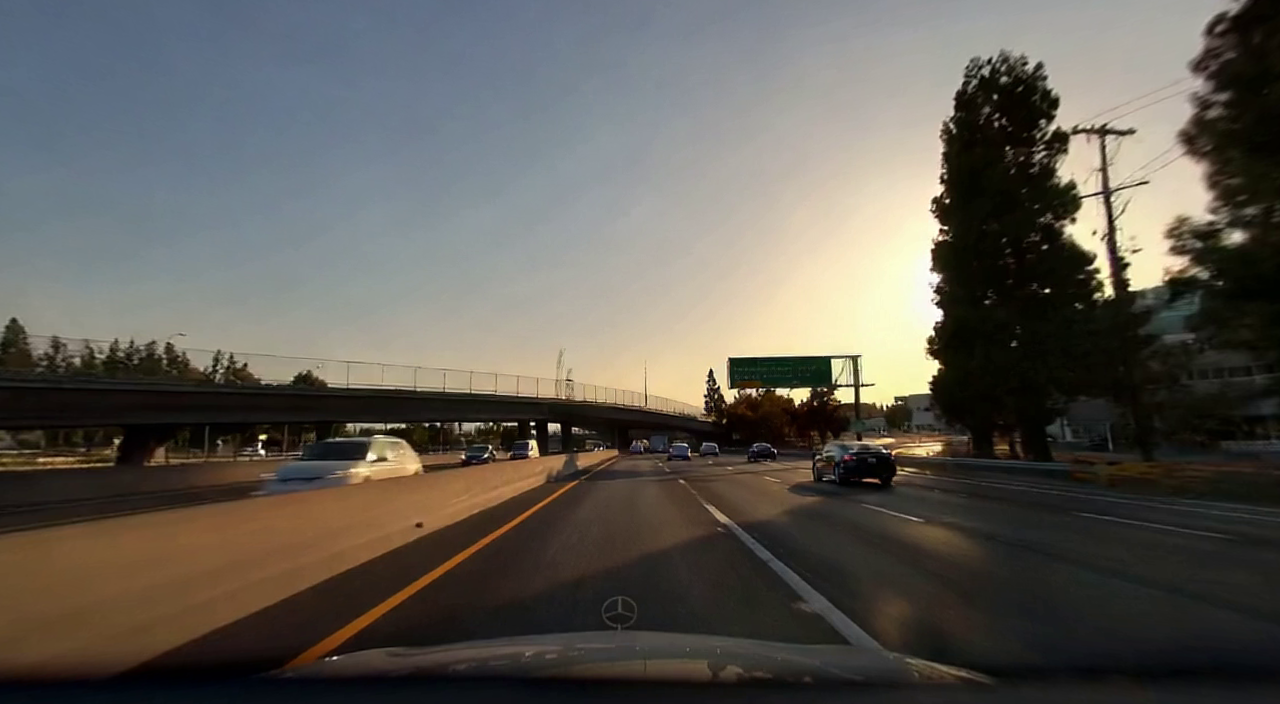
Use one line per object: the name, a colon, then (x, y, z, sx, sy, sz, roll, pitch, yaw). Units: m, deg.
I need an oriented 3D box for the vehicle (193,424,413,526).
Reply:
vehicle: (-6.643, 2.463, 13.222, 2.022, 1.737, 4.546, 0, -8, 1)

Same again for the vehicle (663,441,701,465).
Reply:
vehicle: (2.658, 6.599, 41.423, 1.993, 1.507, 4.594, 0, -8, -2)

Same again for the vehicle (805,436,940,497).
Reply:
vehicle: (6.309, 3.153, 17.830, 1.952, 1.489, 4.483, 0, -8, -2)
